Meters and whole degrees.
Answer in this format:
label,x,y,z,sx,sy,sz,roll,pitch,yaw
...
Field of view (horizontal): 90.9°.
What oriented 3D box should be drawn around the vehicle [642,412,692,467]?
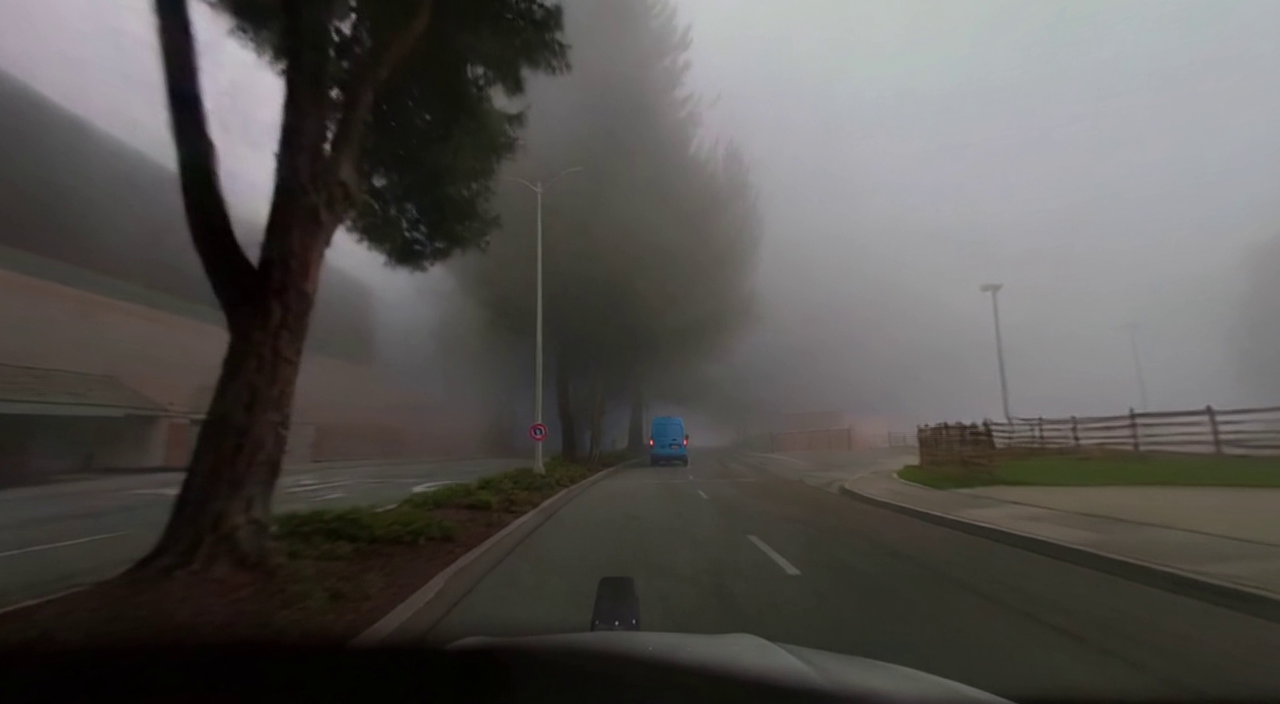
label,x,y,z,sx,sy,sz,roll,pitch,yaw
vehicle,1.591,4.836,34.914,2.435,2.816,5.232,-1,-8,5
